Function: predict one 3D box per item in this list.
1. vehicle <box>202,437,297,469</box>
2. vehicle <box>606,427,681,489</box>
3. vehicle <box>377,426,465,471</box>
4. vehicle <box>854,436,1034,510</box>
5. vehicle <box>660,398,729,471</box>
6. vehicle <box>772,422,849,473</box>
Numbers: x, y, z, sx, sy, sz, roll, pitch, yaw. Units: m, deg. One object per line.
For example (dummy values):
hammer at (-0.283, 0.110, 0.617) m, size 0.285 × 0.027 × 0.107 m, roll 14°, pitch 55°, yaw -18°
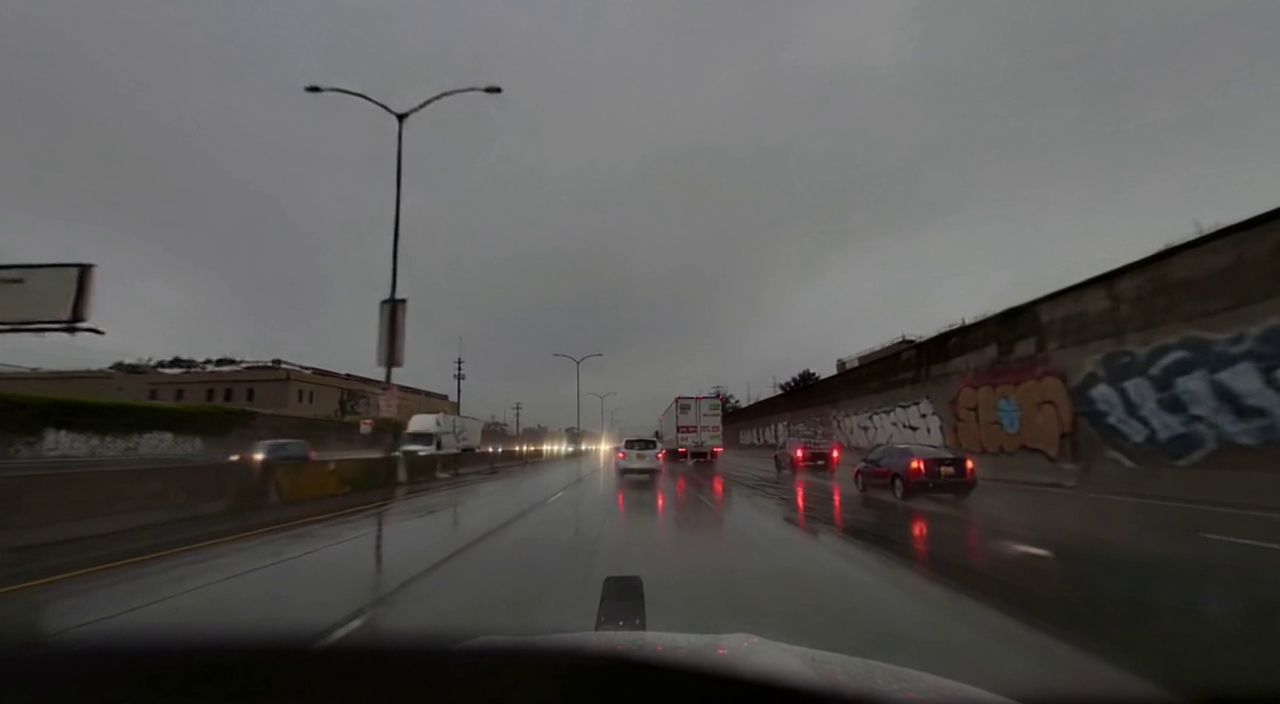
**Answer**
vehicle at (-20.628, 5.363, 33.646) m, size 1.972 × 1.562 × 4.772 m, roll 0°, pitch -9°, yaw 0°
vehicle at (-0.040, 3.599, 21.648) m, size 2.249 × 1.843 × 5.176 m, roll 0°, pitch -9°, yaw -3°
vehicle at (-10.591, 4.735, 31.050) m, size 2.470 × 1.992 × 5.196 m, roll 0°, pitch -9°, yaw 0°
vehicle at (6.954, 2.800, 15.163) m, size 1.915 × 1.476 × 4.677 m, roll 0°, pitch -9°, yaw -1°
vehicle at (3.036, 5.130, 38.592) m, size 2.976 × 3.806 × 10.591 m, roll 0°, pitch -9°, yaw -2°
vehicle at (8.687, 4.983, 32.877) m, size 2.322 × 2.360 × 6.433 m, roll 0°, pitch -9°, yaw 1°
